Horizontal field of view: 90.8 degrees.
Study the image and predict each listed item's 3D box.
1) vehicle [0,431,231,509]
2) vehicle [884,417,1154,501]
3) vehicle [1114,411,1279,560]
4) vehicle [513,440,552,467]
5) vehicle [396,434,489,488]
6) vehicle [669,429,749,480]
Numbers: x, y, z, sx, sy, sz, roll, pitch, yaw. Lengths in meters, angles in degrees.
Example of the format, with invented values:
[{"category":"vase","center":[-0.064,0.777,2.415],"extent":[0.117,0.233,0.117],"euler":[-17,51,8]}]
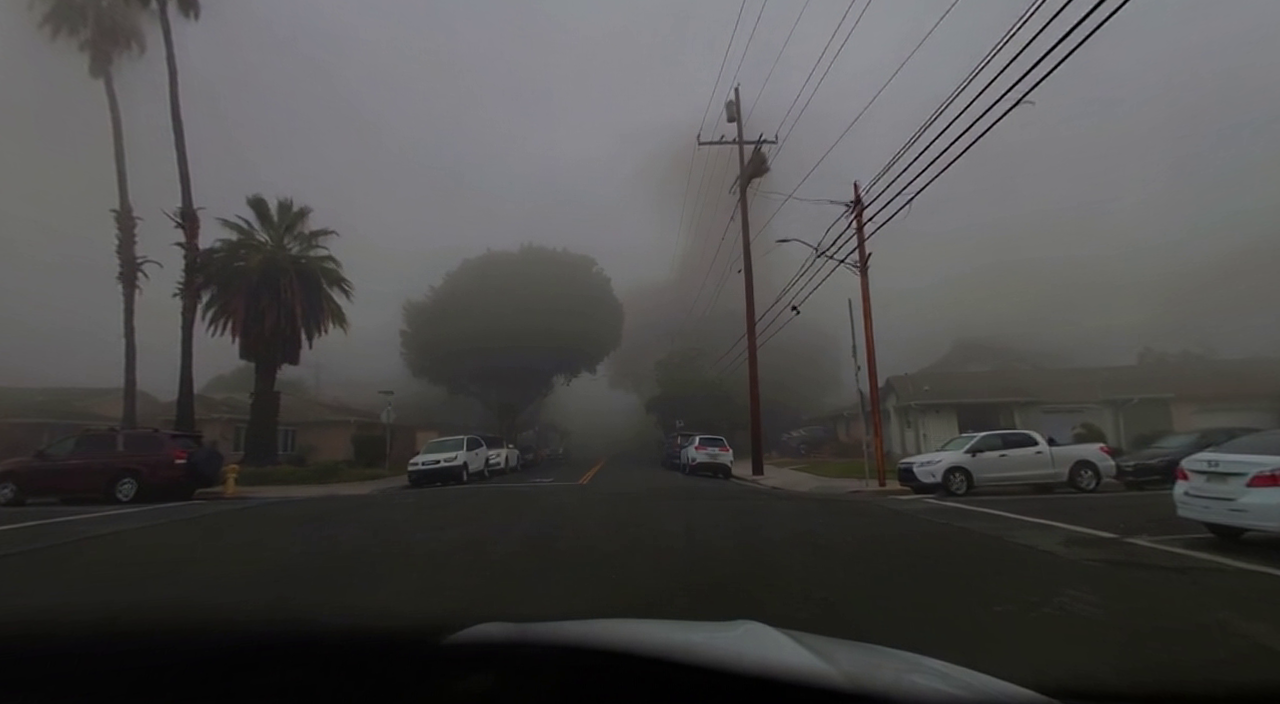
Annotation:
[{"category":"vehicle","center":[-14.796,3.158,17.005],"extent":[5.847,1.766,2.392],"euler":[-2,-9,-2]},{"category":"vehicle","center":[10.280,2.931,17.520],"extent":[5.971,1.967,2.385],"euler":[-1,-9,-5]},{"category":"vehicle","center":[8.991,1.636,8.082],"extent":[4.181,1.638,2.015],"euler":[0,-9,-1]},{"category":"vehicle","center":[-7.755,7.373,46.085],"extent":[2.178,1.865,4.658],"euler":[0,-9,-2]},{"category":"vehicle","center":[-6.958,3.868,22.771],"extent":[2.198,1.724,4.493],"euler":[1,-9,-5]},{"category":"vehicle","center":[2.701,4.259,26.527],"extent":[2.505,1.895,5.805],"euler":[0,-9,-2]}]
